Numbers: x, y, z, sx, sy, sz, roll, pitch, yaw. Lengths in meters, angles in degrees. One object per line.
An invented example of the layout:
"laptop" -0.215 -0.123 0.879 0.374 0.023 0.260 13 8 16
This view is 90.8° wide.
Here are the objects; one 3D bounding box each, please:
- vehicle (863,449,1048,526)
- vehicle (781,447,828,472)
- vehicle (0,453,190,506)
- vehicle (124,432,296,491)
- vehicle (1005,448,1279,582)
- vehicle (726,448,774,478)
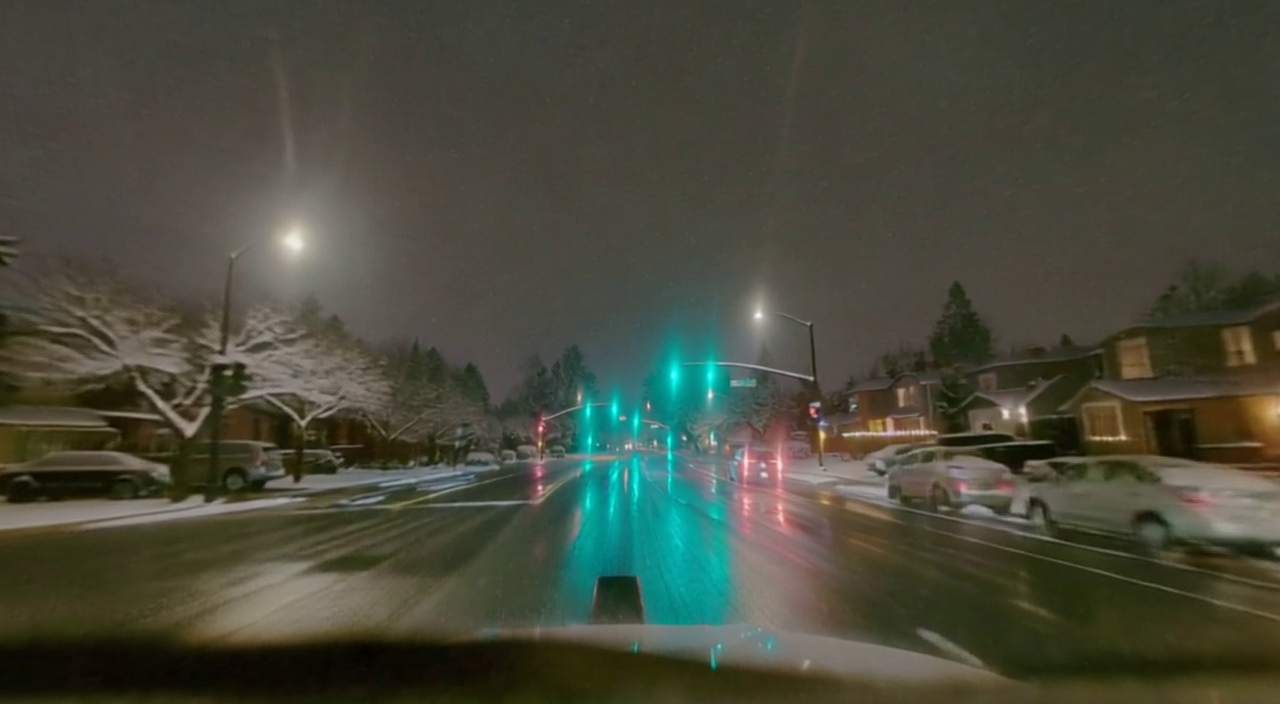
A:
"vehicle" 7.570 3.245 15.854 1.934 1.504 4.928 4 -9 -3
"vehicle" 10.618 6.977 41.120 1.925 1.490 4.475 -1 -9 1
"vehicle" -17.695 4.106 20.545 4.598 1.445 1.973 -2 -9 0
"vehicle" -17.766 4.558 26.379 5.096 2.070 2.687 2 -9 2
"vehicle" 7.978 2.252 9.665 1.951 1.528 4.366 1 -9 -4
"vehicle" 6.711 6.794 39.057 2.064 1.498 4.877 6 -8 1
